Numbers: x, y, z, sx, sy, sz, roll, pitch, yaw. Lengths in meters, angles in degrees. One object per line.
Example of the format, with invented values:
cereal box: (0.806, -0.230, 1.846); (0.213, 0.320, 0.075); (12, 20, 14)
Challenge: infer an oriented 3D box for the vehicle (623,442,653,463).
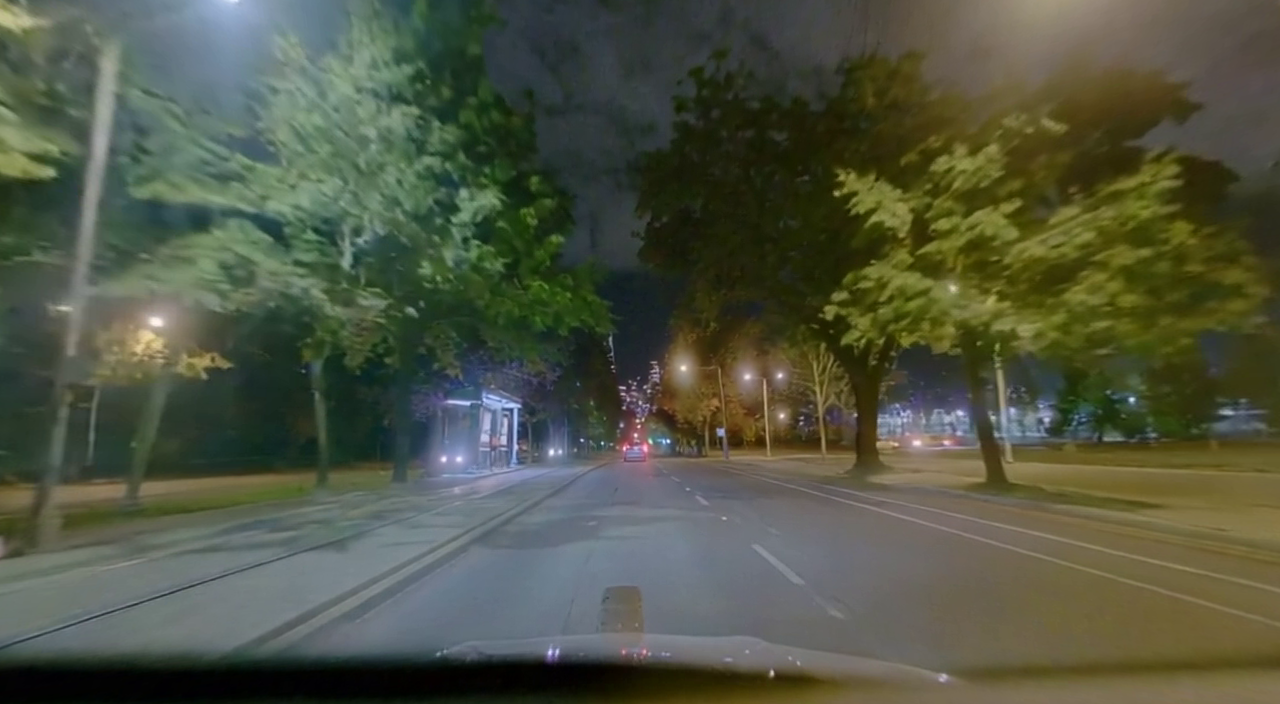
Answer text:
vehicle: (-0.192, 7.519, 47.459); (2.109, 1.501, 4.042); (0, -8, -1)
